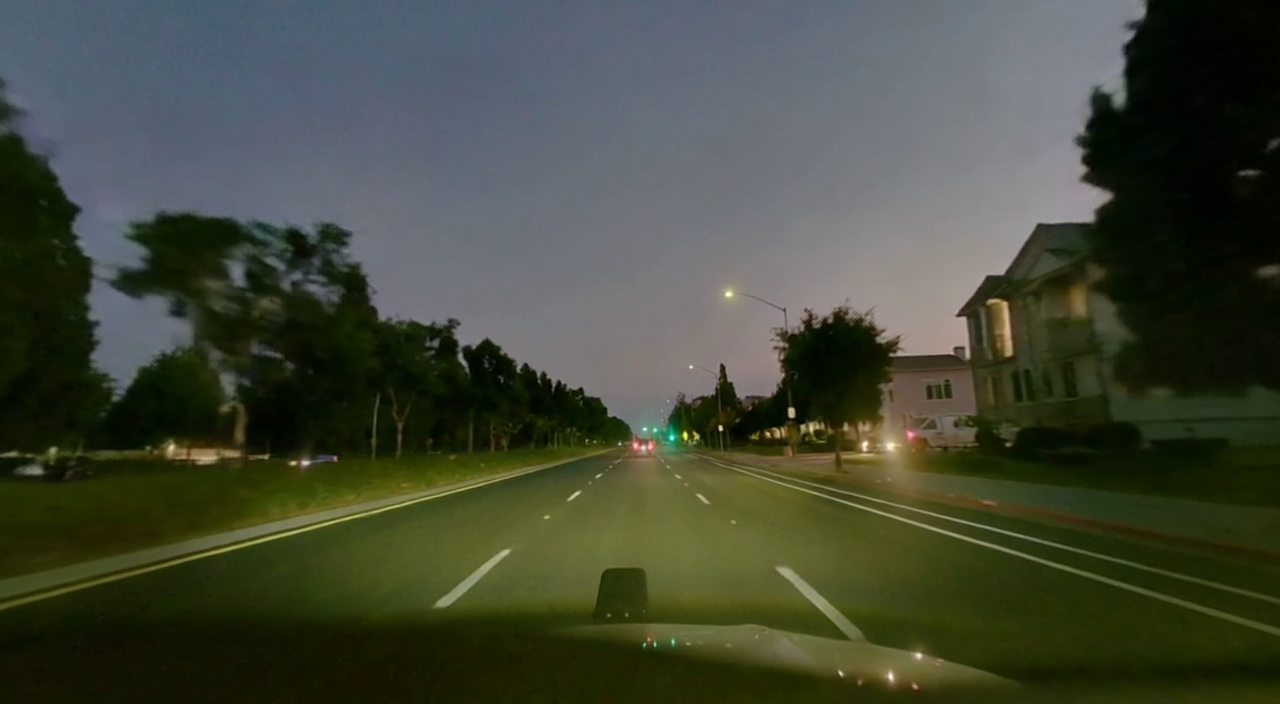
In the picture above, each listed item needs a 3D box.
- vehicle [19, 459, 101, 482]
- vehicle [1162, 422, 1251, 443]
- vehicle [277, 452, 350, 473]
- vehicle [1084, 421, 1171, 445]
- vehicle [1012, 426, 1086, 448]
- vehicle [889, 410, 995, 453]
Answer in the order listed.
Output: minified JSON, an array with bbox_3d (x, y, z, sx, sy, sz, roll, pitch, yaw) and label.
[{"bbox_3d":[-38.688,7.864,42.061,4.135,1.440,1.754,-2,-9,11],"label":"vehicle"},{"bbox_3d":[40.956,5.830,45.619,4.568,1.459,1.789,0,-8,1],"label":"vehicle"},{"bbox_3d":[-25.372,8.536,49.033,2.004,1.450,4.543,-8,-11,42],"label":"vehicle"},{"bbox_3d":[35.236,5.877,45.608,4.578,1.488,1.890,-2,-9,1],"label":"vehicle"},{"bbox_3d":[29.555,6.147,45.623,4.101,1.518,1.749,0,-8,-1],"label":"vehicle"},{"bbox_3d":[21.945,5.812,46.063,6.374,3.018,2.476,0,-8,-1],"label":"vehicle"}]
